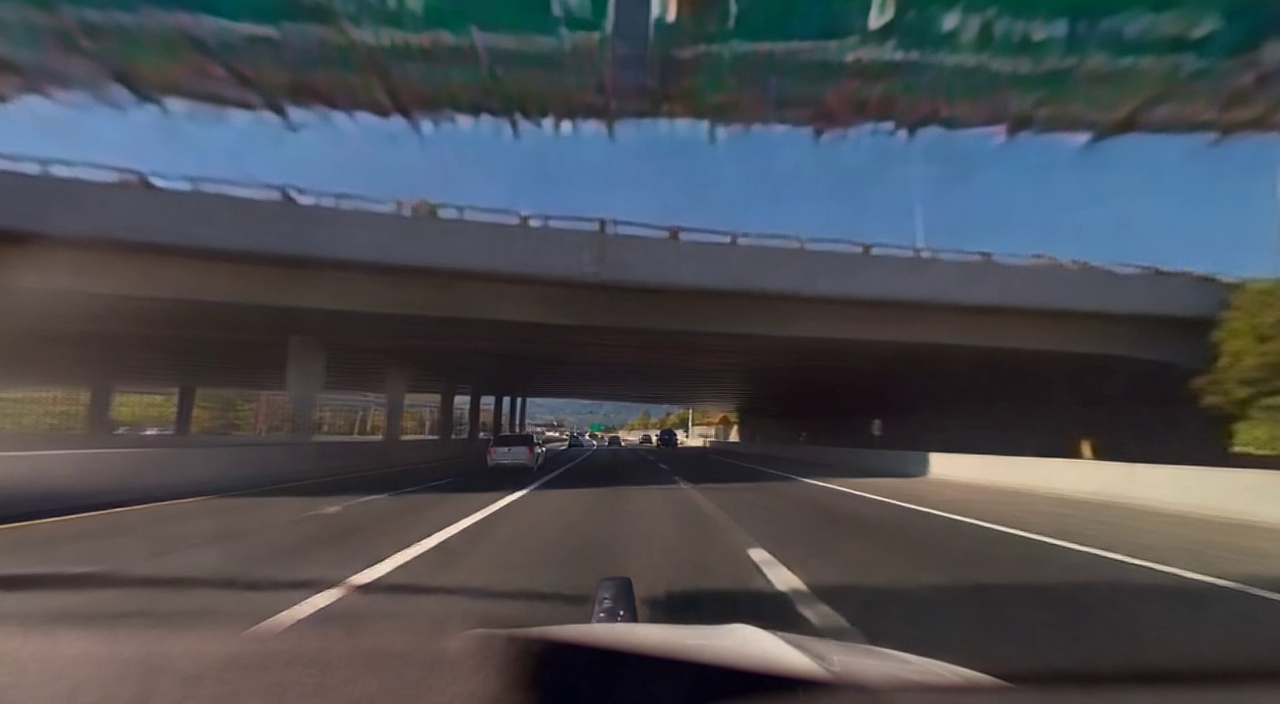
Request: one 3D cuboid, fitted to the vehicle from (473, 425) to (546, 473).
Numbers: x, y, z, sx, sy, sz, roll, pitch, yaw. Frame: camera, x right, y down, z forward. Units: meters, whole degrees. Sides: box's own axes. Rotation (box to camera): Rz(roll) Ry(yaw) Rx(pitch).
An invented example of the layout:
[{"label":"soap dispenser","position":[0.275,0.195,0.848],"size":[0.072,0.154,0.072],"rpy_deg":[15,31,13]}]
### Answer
[{"label":"vehicle","position":[-4.567,3.429,22.556],"size":[1.878,1.548,3.966],"rpy_deg":[0,-8,-1]}]
